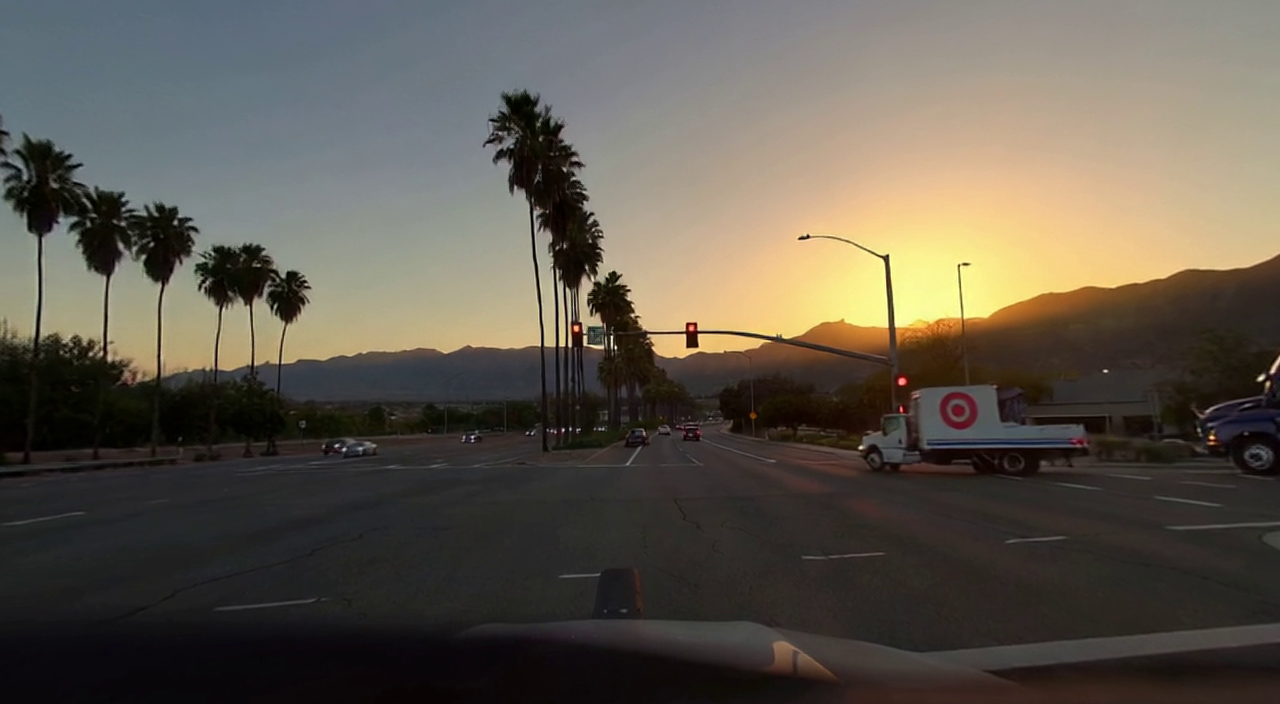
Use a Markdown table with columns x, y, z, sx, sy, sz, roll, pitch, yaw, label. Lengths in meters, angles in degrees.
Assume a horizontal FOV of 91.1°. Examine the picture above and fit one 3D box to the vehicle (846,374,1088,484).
| x | y | z | sx | sy | sz | roll | pitch | yaw | label |
| --- | --- | --- | --- | --- | --- | --- | --- | --- | --- |
| 11.551 | 2.849 | 22.728 | 7.088 | 3.414 | 3.237 | -5 | -10 | 30 | vehicle |
